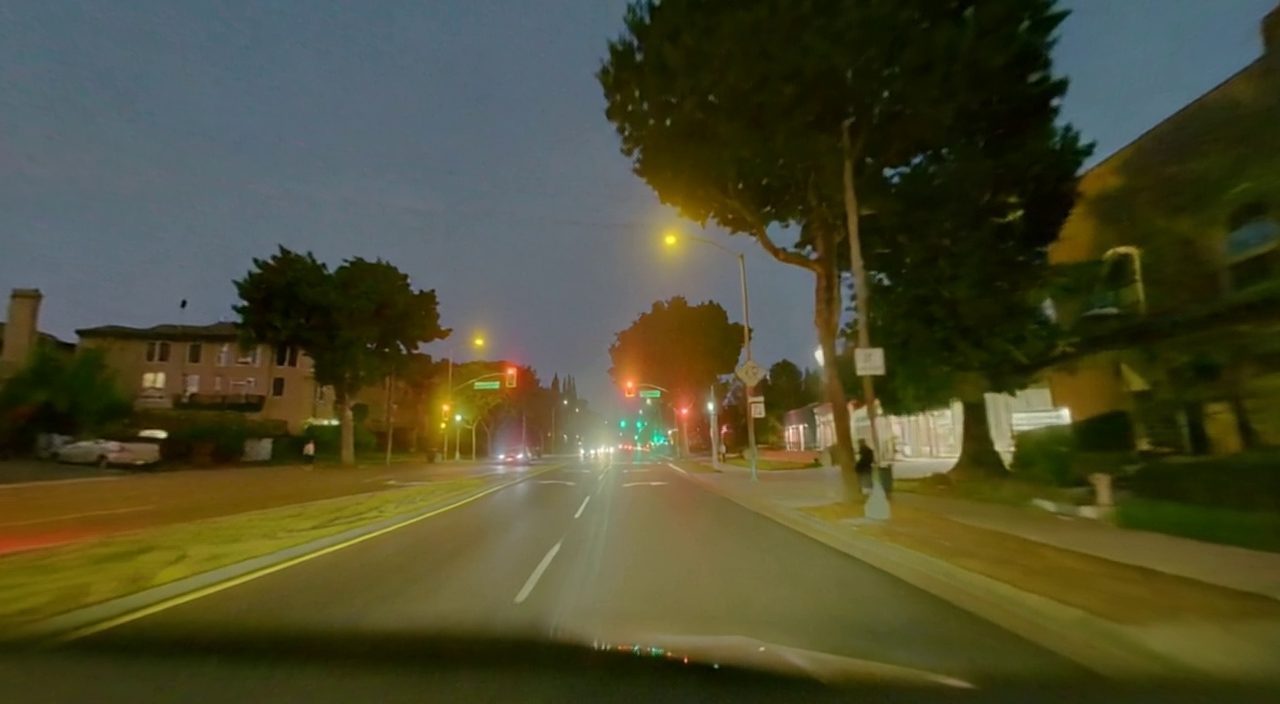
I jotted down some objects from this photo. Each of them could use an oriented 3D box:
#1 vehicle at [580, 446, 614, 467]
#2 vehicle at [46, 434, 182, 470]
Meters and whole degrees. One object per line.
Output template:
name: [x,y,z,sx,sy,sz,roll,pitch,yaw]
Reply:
vehicle: [-3.044,7.549,45.954,2.122,1.469,4.388,0,-8,1]
vehicle: [-23.954,4.603,29.061,1.926,1.425,4.750,-2,-9,4]
